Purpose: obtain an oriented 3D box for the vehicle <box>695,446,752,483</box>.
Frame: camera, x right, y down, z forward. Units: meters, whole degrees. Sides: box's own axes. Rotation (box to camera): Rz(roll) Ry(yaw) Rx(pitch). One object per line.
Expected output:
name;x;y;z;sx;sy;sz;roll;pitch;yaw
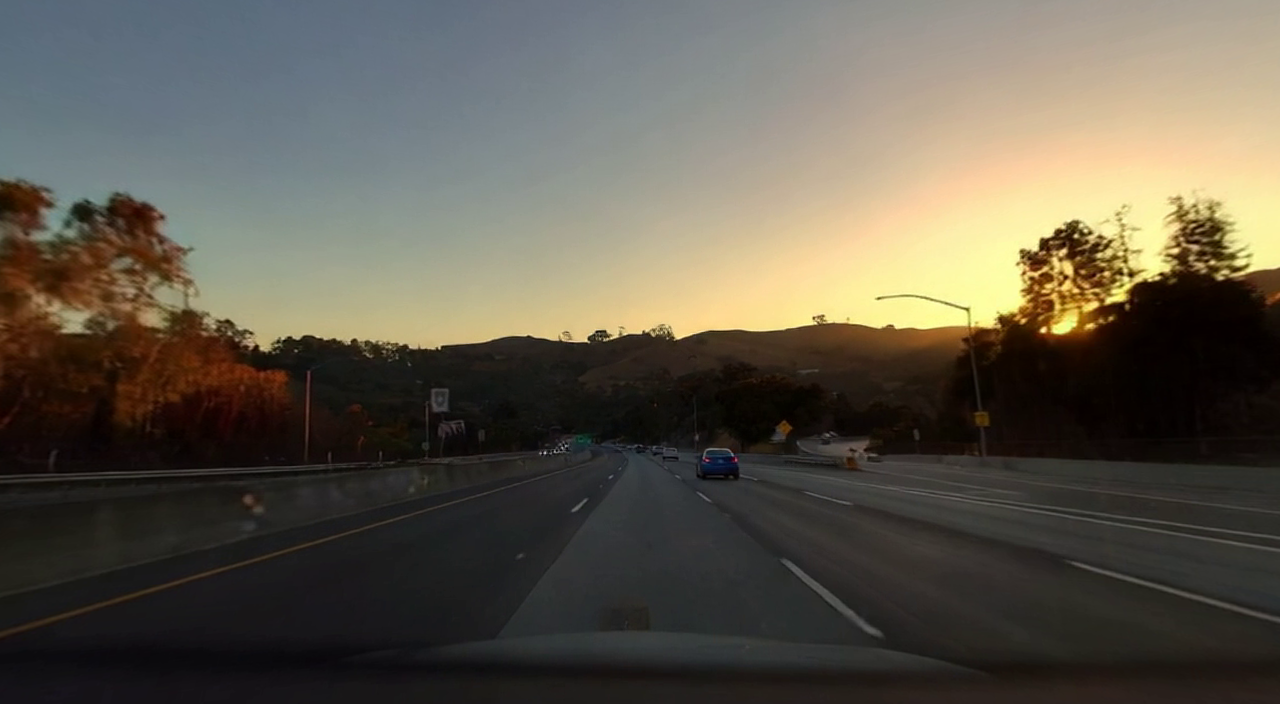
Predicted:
vehicle;3.657;5.004;28.363;1.916;1.469;4.481;0;-8;-1
